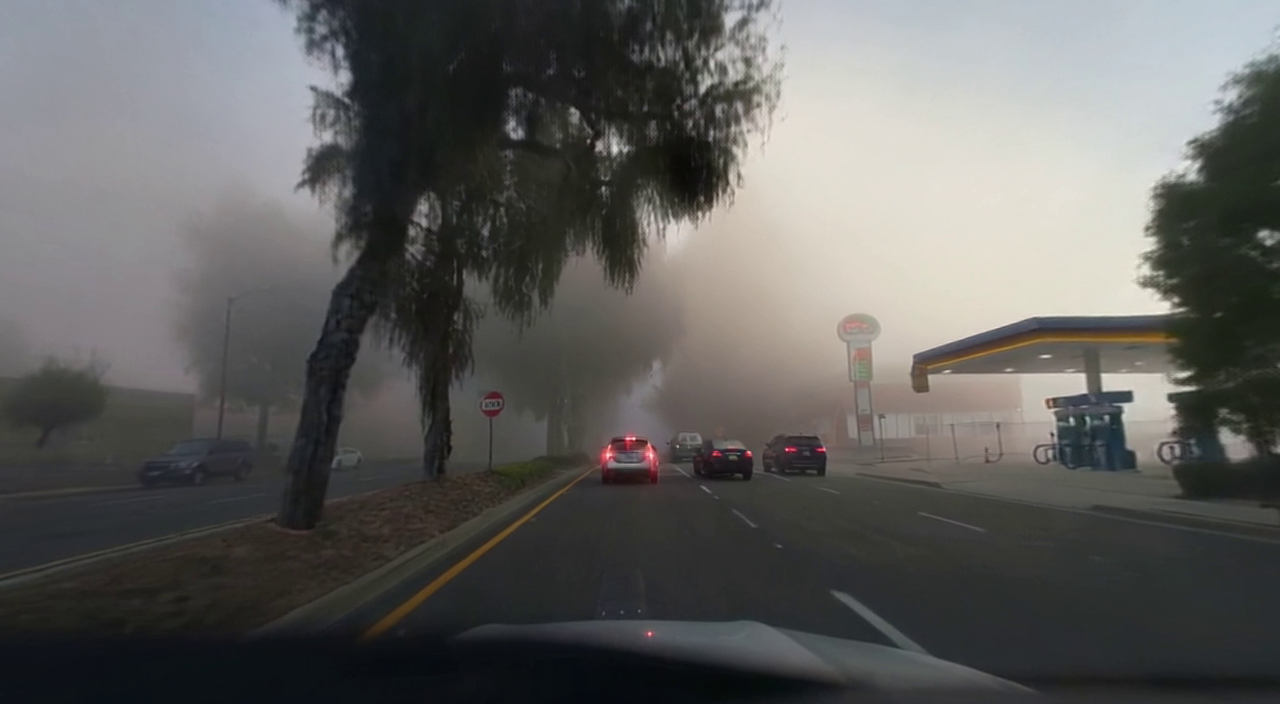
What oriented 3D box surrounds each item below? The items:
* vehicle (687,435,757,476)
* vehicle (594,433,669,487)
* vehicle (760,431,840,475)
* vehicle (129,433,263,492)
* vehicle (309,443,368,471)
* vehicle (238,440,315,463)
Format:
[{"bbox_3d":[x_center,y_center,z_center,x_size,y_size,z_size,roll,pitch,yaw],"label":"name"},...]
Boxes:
[{"bbox_3d":[3.200,4.166,25.607,2.124,1.476,4.730,0,-9,-1],"label":"vehicle"},{"bbox_3d":[-0.226,3.267,19.346,2.052,1.488,3.779,0,-8,0],"label":"vehicle"},{"bbox_3d":[6.893,4.411,27.820,2.117,1.757,4.969,0,-8,-1],"label":"vehicle"},{"bbox_3d":[-19.113,4.687,27.607,2.222,2.141,5.390,-1,-6,-3],"label":"vehicle"},{"bbox_3d":[-19.508,6.801,41.093,1.903,1.706,3.994,0,-8,-1],"label":"vehicle"},{"bbox_3d":[-28.403,7.776,49.476,4.699,1.775,2.007,0,-9,0],"label":"vehicle"}]
